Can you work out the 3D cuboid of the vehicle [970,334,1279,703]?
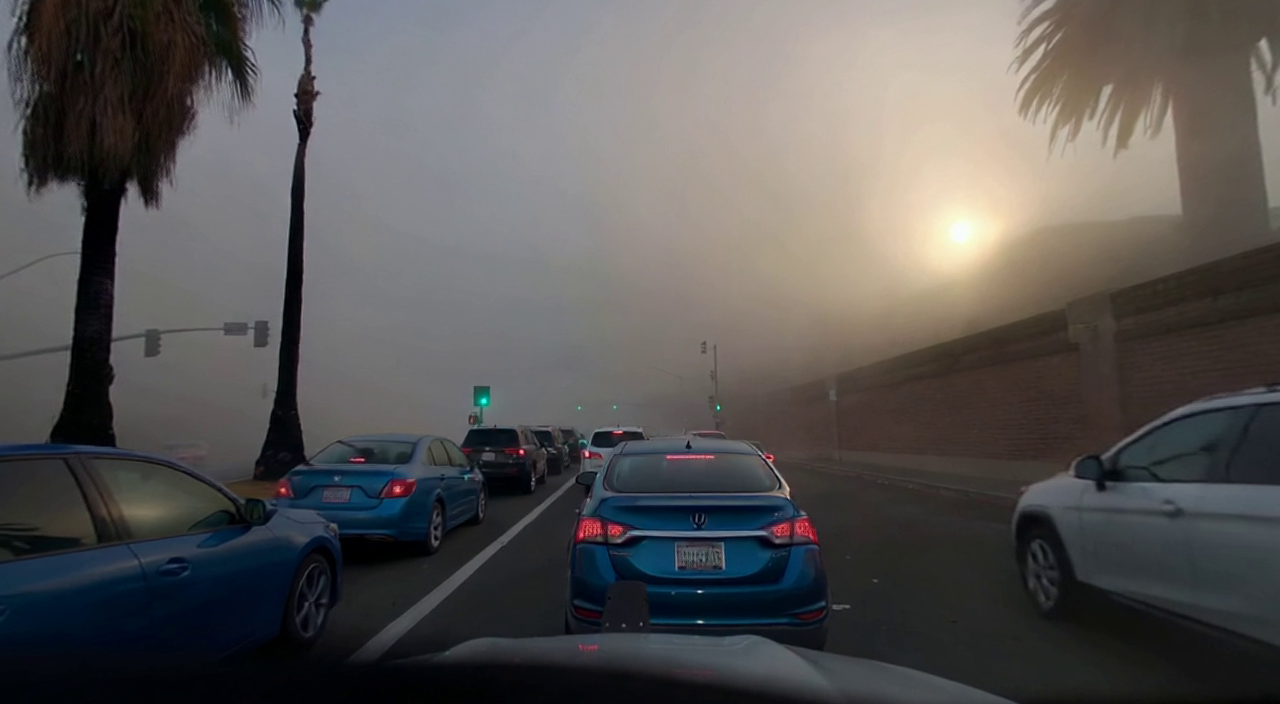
[{"bbox_3d":[3.532,0.937,3.092,2.112,1.717,4.432,-2,-9,11],"label":"vehicle"}]

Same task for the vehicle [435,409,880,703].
[{"bbox_3d":[0.047,1.336,5.203,2.128,1.473,4.272,0,-8,-1],"label":"vehicle"}]

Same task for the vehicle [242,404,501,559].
[{"bbox_3d":[-3.517,1.775,9.283,2.055,1.746,4.136,0,-8,-2],"label":"vehicle"}]

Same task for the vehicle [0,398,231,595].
[{"bbox_3d":[-6.671,1.406,6.395,1.963,1.721,4.662,0,-8,-2],"label":"vehicle"}]
